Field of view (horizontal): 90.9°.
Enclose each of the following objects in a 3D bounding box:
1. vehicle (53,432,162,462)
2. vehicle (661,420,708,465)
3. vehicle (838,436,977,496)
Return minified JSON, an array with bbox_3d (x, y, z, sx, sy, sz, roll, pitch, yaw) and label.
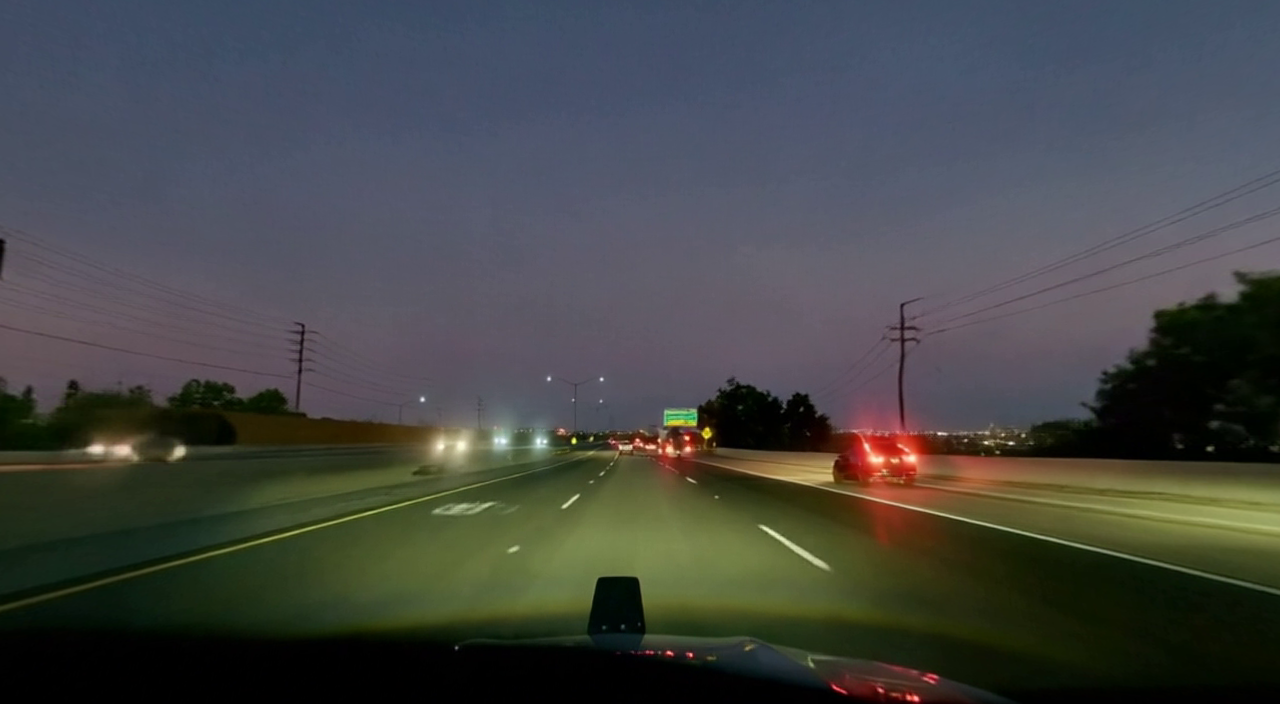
[{"bbox_3d":[-28.596,5.139,34.089,2.081,1.495,4.420,0,-8,-1],"label":"vehicle"},{"bbox_3d":[3.293,6.972,48.586,2.791,3.179,8.074,0,-8,-2],"label":"vehicle"},{"bbox_3d":[7.480,3.209,18.232,1.905,1.480,4.624,0,-8,-1],"label":"vehicle"}]
